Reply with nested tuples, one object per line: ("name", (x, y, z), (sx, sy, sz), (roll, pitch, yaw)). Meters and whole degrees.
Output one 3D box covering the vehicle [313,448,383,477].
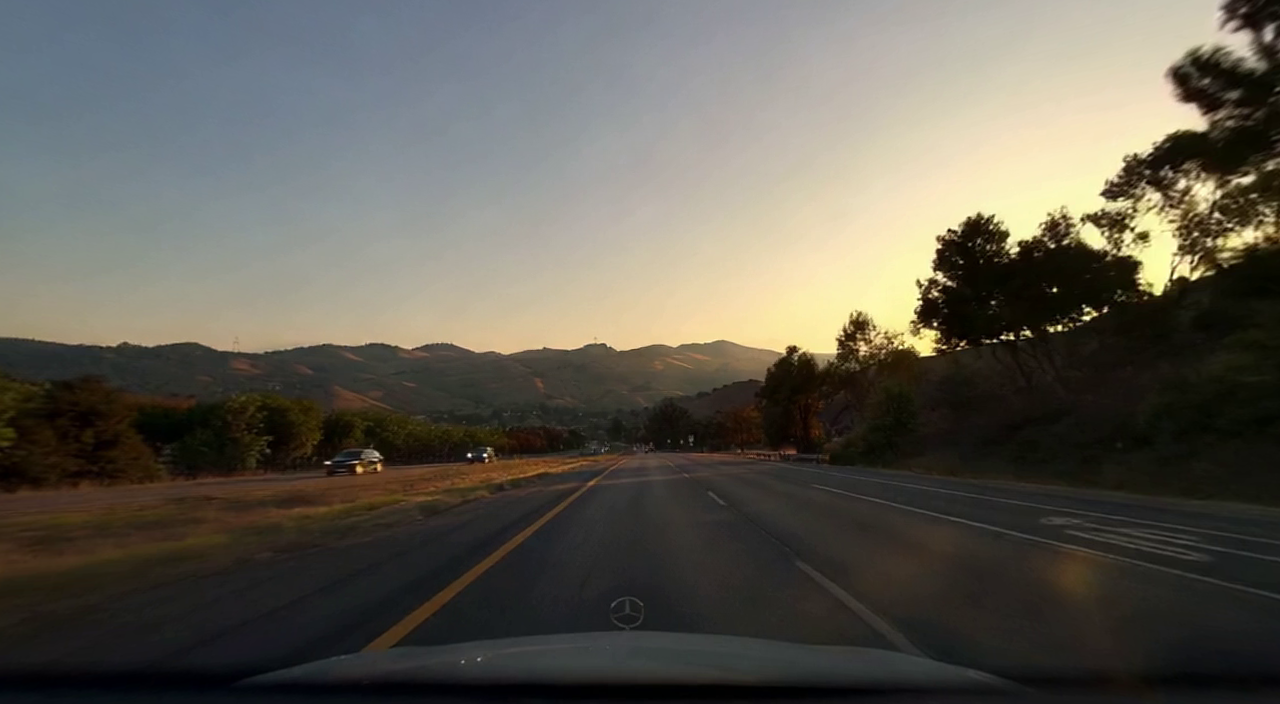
("vehicle", (-16.709, 6.315, 36.360), (1.906, 1.500, 4.321), (0, -9, 1))
